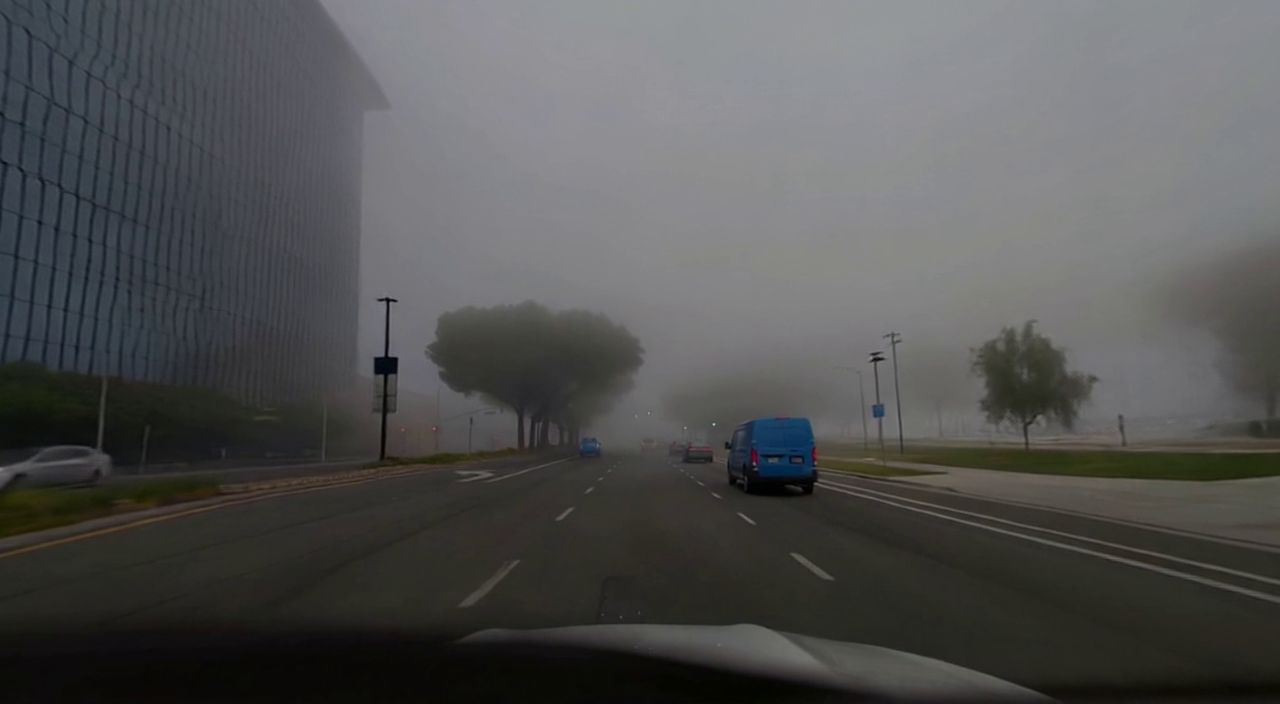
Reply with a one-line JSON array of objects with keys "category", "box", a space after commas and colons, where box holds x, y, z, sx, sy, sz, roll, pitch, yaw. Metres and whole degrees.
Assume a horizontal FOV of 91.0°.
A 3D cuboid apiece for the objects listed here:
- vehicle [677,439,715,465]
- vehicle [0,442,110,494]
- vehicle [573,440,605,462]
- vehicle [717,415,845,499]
[{"category": "vehicle", "box": [3.396, 6.217, 39.165, 1.867, 1.493, 4.190, 0, -8, -1]}, {"category": "vehicle", "box": [-19.889, 3.678, 20.207, 1.836, 1.512, 4.493, 0, -8, 0]}, {"category": "vehicle", "box": [-3.486, 6.862, 43.811, 1.864, 1.464, 4.195, 0, -8, 1]}, {"category": "vehicle", "box": [3.571, 2.797, 17.106, 2.200, 1.914, 5.145, 0, -8, -1]}]
